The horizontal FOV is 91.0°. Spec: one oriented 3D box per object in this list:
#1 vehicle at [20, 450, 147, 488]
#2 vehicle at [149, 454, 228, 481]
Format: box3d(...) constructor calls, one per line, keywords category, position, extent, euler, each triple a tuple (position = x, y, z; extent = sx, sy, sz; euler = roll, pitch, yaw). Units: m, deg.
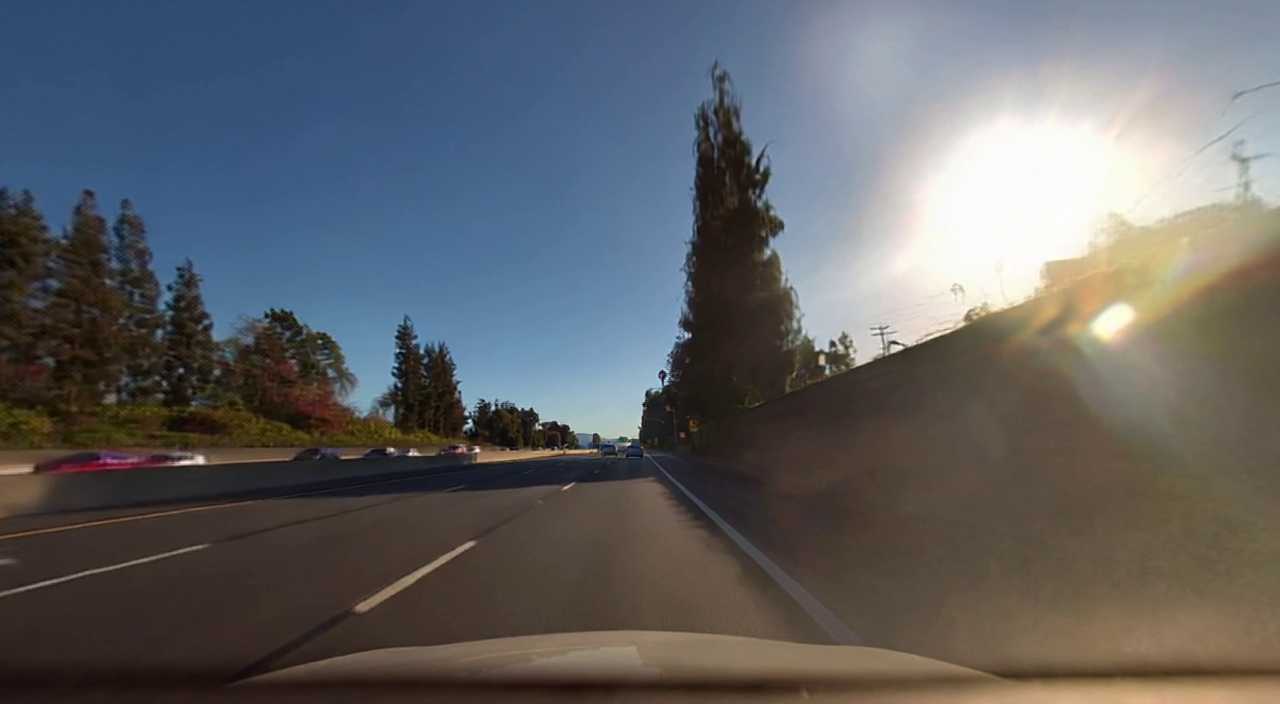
box3d(category="vehicle", position=(-26.195, 5.485, 29.907), extent=(1.899, 1.662, 4.476), euler=(0, -9, 0))
box3d(category="vehicle", position=(-29.719, 7.601, 41.643), extent=(1.880, 1.586, 4.471), euler=(0, -9, 0))
